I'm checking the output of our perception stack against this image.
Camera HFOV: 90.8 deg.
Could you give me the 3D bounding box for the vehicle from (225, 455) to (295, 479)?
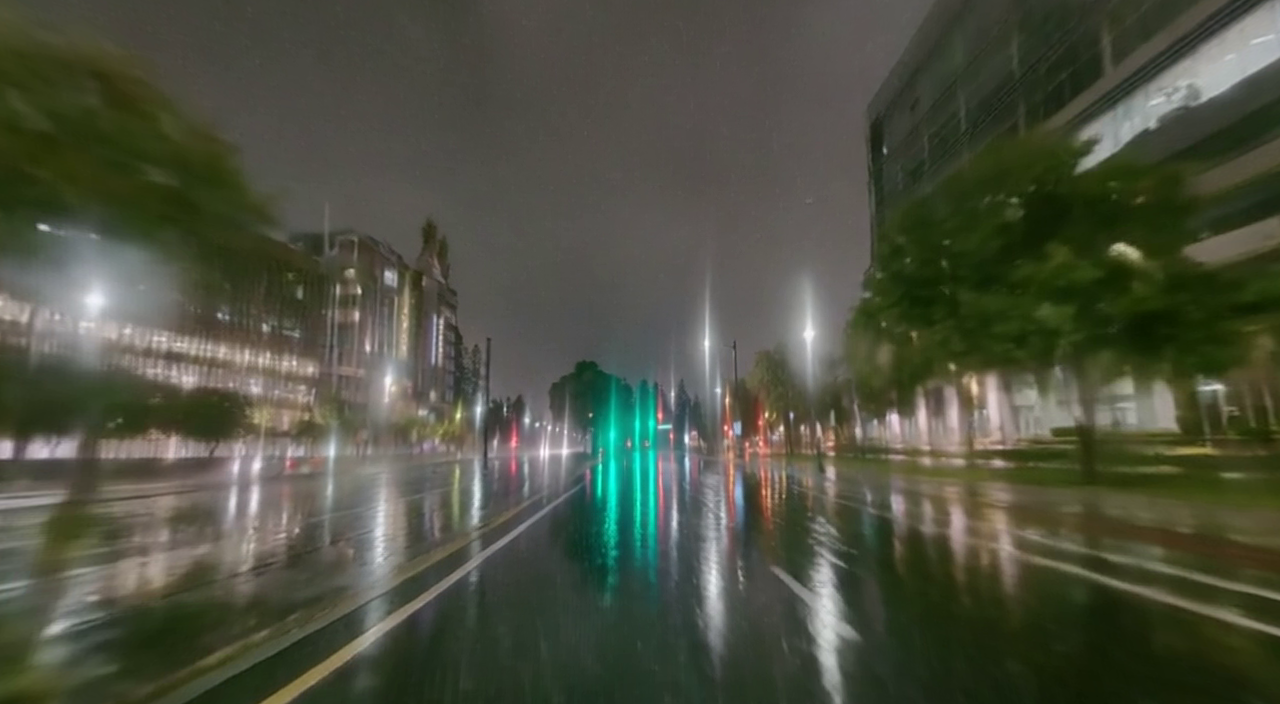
[{"bbox_3d":[-26.491,7.998,44.220,1.927,1.476,4.717,0,-9,1],"label":"vehicle"}]
